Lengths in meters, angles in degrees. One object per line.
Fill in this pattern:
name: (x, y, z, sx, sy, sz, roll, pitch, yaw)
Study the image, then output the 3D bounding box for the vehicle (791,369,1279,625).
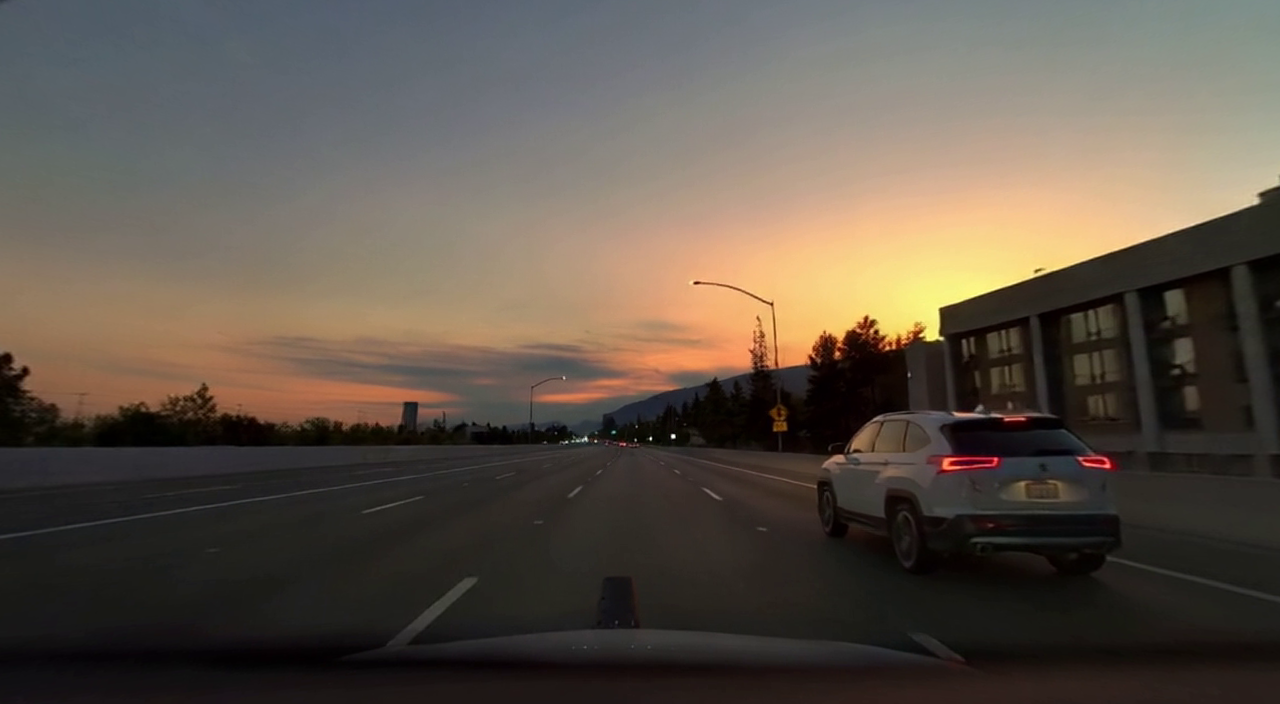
vehicle: (3.464, 1.372, 6.959, 2.212, 1.753, 5.064, 0, -8, -2)
